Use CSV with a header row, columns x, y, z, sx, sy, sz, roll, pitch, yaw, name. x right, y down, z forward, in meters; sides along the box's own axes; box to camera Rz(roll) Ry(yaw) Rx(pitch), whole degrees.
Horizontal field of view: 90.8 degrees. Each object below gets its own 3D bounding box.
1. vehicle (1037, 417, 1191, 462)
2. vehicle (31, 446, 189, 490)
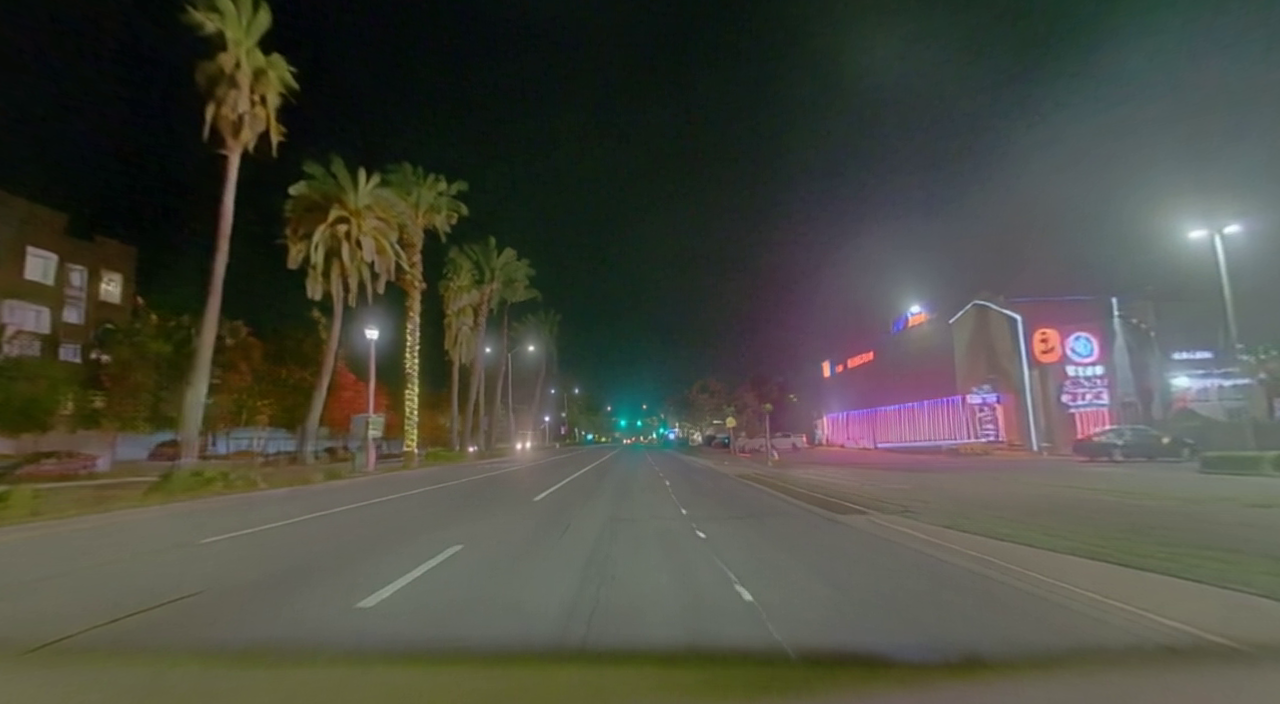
x,y,z,sx,sy,sz,roll,pitch,yaw,name
19.330,3.599,25.924,4.552,1.649,2.187,-1,-9,-3,vehicle
-19.679,4.288,23.824,1.919,1.476,4.738,0,-9,-1,vehicle
